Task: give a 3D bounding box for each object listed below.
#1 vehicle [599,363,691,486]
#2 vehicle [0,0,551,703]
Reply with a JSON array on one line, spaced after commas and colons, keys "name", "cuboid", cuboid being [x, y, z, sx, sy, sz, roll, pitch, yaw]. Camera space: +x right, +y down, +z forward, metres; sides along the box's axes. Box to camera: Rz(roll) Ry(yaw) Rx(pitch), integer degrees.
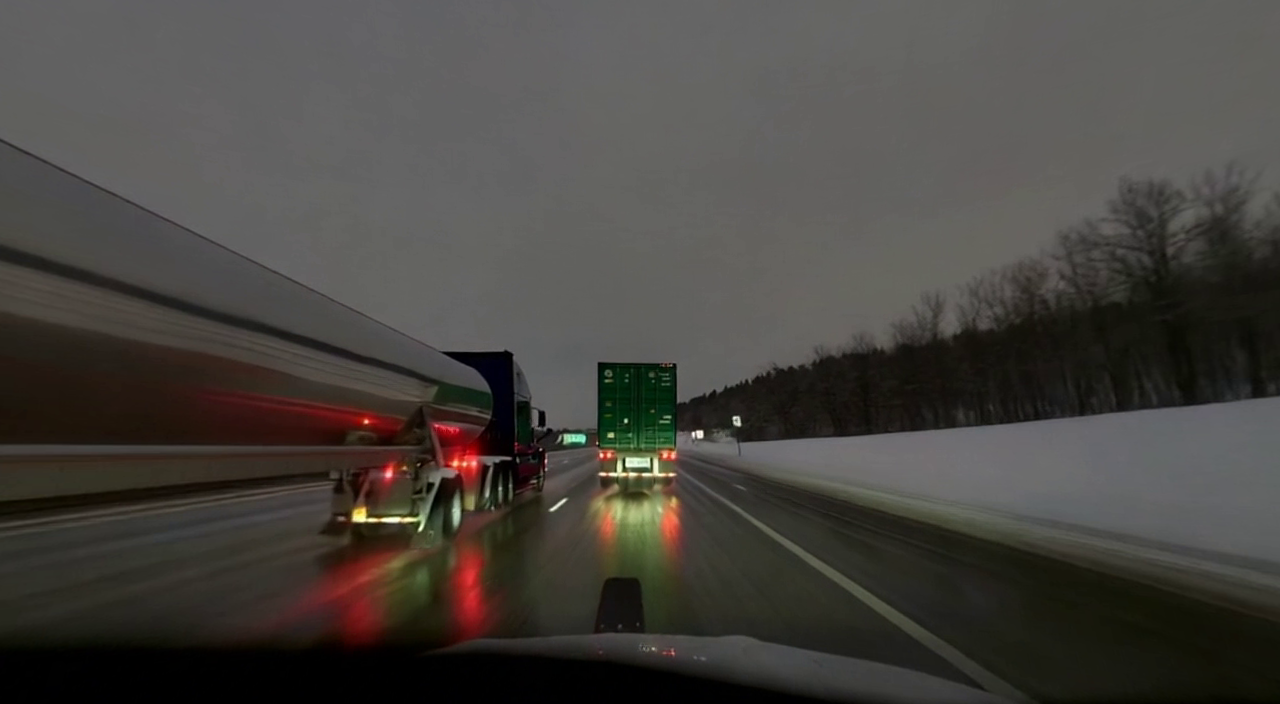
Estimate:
[{"name": "vehicle", "cuboid": [0.208, 3.195, 26.162, 2.942, 4.003, 11.297, 0, -9, 0]}, {"name": "vehicle", "cuboid": [-4.057, 0.692, 7.758, 3.267, 3.655, 17.154, 0, -8, 1]}]
